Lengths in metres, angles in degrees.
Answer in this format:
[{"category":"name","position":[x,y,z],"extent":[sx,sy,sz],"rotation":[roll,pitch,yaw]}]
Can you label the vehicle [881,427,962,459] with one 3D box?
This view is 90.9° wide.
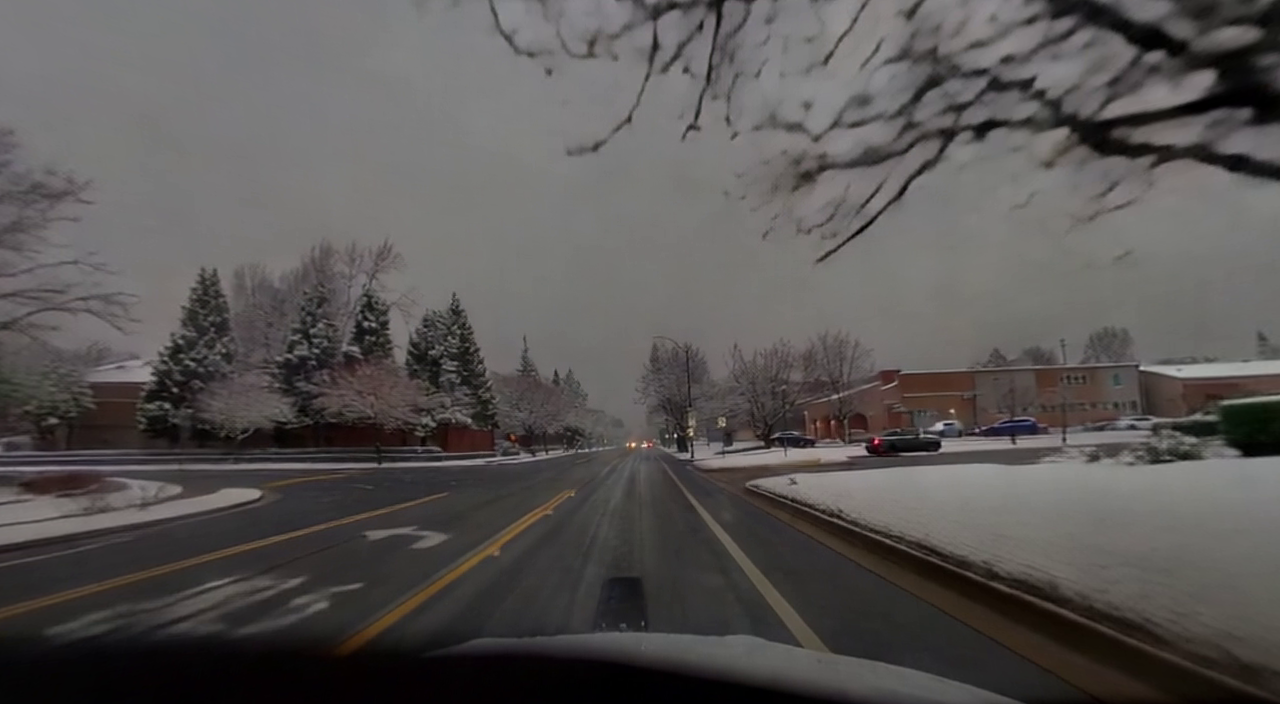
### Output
[{"category":"vehicle","position":[13.722,4.479,31.051],"extent":[1.927,1.464,4.644],"rotation":[0,-8,1]}]
